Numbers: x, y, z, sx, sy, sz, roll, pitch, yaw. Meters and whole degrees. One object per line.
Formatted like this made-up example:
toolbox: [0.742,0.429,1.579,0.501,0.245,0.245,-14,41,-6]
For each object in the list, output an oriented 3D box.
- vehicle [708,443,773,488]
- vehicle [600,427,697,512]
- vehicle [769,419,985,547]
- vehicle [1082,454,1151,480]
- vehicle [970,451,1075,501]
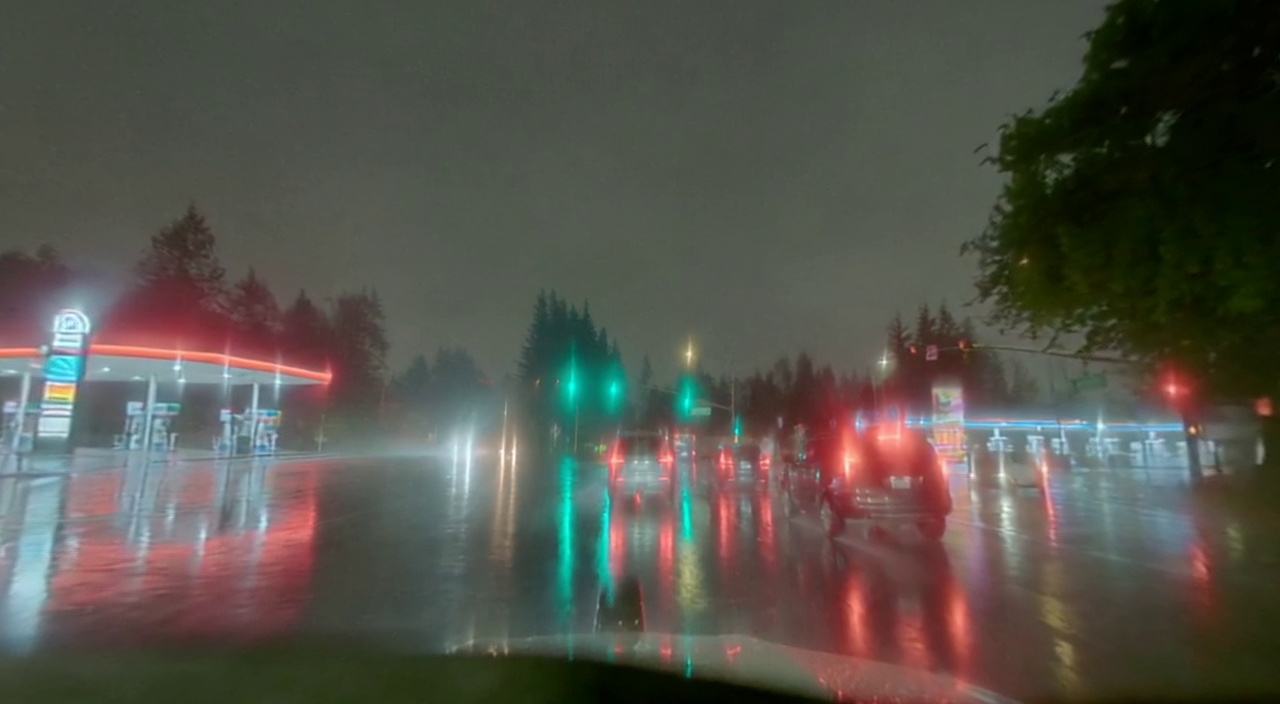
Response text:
vehicle: [3.786,4.313,24.297,1.800,1.592,3.658,0,-8,-2]
vehicle: [0.157,2.801,15.481,2.051,1.798,4.168,0,-8,-1]
vehicle: [3.730,2.131,10.903,2.000,1.745,4.206,0,-8,-1]
vehicle: [31.054,7.421,40.969,4.636,1.542,2.096,6,-10,-34]
vehicle: [13.212,4.262,22.088,2.057,1.473,4.462,-3,-9,17]
